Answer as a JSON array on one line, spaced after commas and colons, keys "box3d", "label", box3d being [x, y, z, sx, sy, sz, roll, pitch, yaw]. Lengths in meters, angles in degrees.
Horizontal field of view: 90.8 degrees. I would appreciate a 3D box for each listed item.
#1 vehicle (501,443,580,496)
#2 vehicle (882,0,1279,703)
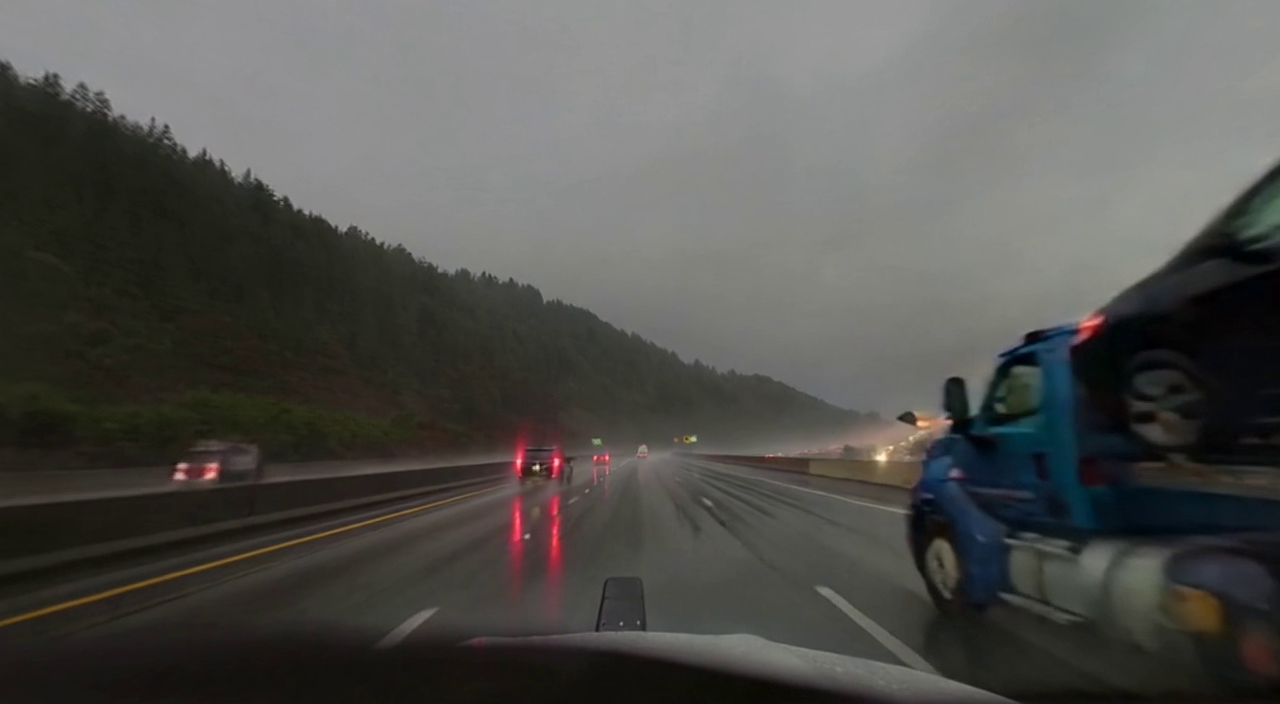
[{"box3d": [-3.153, 3.821, 20.909, 1.944, 1.548, 4.051, 0, -9, 0], "label": "vehicle"}, {"box3d": [3.986, -0.134, 3.299, 3.016, 3.891, 5.767, 0, -9, 0], "label": "vehicle"}]
